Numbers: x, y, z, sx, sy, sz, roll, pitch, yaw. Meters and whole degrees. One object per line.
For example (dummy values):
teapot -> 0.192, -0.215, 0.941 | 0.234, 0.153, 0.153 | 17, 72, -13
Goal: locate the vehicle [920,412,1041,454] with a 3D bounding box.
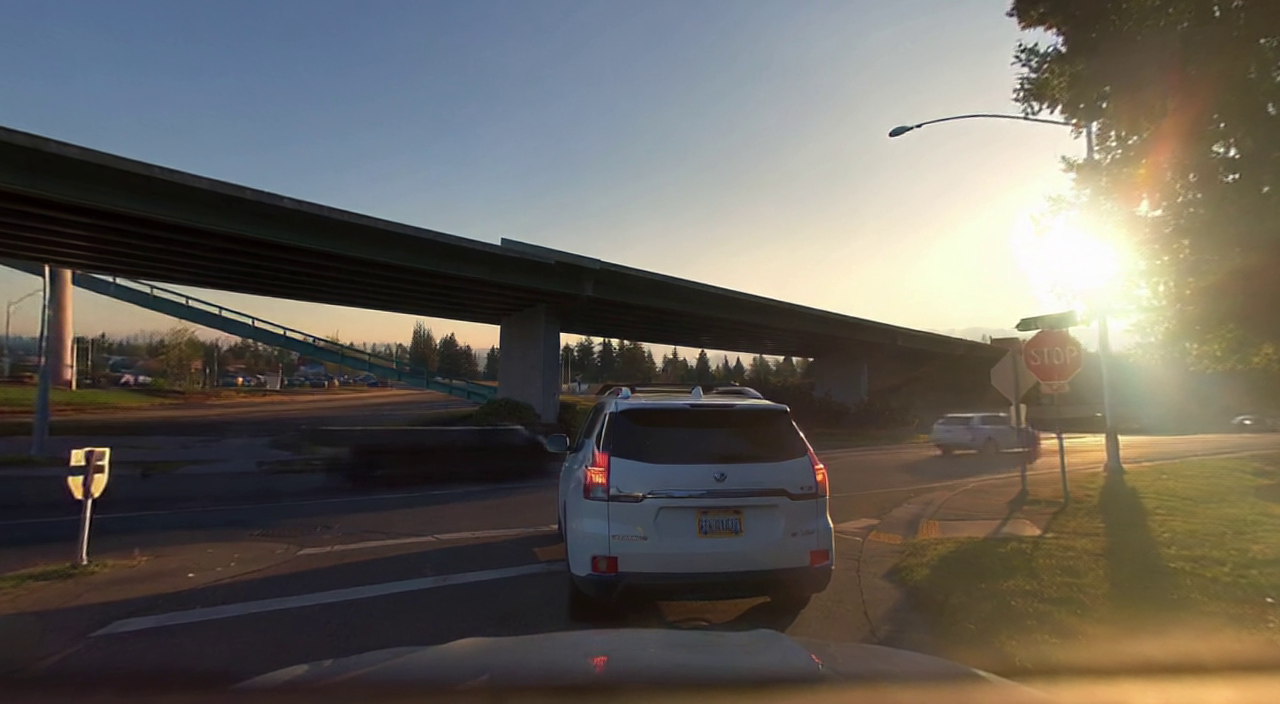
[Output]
vehicle -> 14.721, 3.548, 27.246 | 5.060, 1.648, 2.038 | 5, -10, -28

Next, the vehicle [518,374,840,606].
vehicle -> 0.312, 1.400, 7.162 | 2.494, 1.804, 4.336 | 0, -9, 0
